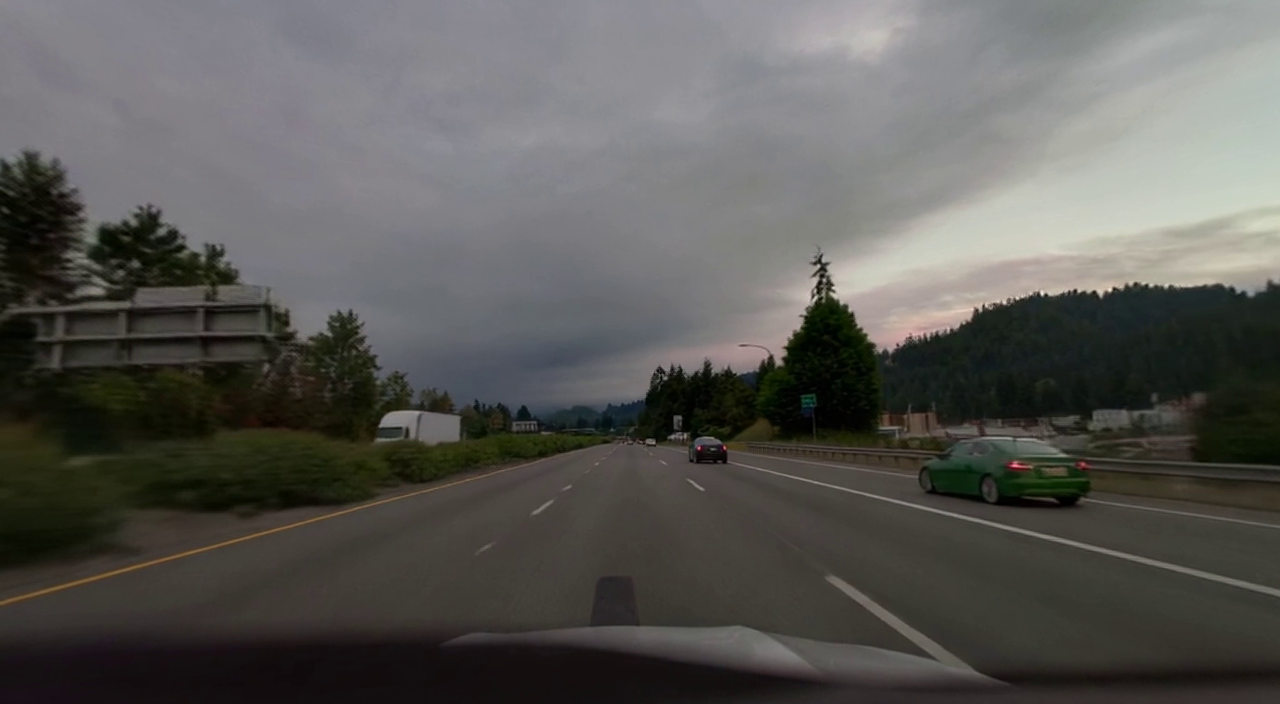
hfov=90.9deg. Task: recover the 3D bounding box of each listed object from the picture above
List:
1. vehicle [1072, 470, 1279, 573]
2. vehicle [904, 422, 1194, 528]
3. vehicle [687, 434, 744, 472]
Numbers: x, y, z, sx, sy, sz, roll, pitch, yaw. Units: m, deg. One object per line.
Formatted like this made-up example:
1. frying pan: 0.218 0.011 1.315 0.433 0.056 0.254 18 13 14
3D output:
1. vehicle: 7.181 1.996 7.857 1.535 0.862 2.814 0 -8 -2
2. vehicle: 7.050 2.129 11.749 2.003 1.522 4.940 0 -8 -1
3. vehicle: 3.180 4.311 27.219 1.819 1.468 3.770 0 -8 -2
